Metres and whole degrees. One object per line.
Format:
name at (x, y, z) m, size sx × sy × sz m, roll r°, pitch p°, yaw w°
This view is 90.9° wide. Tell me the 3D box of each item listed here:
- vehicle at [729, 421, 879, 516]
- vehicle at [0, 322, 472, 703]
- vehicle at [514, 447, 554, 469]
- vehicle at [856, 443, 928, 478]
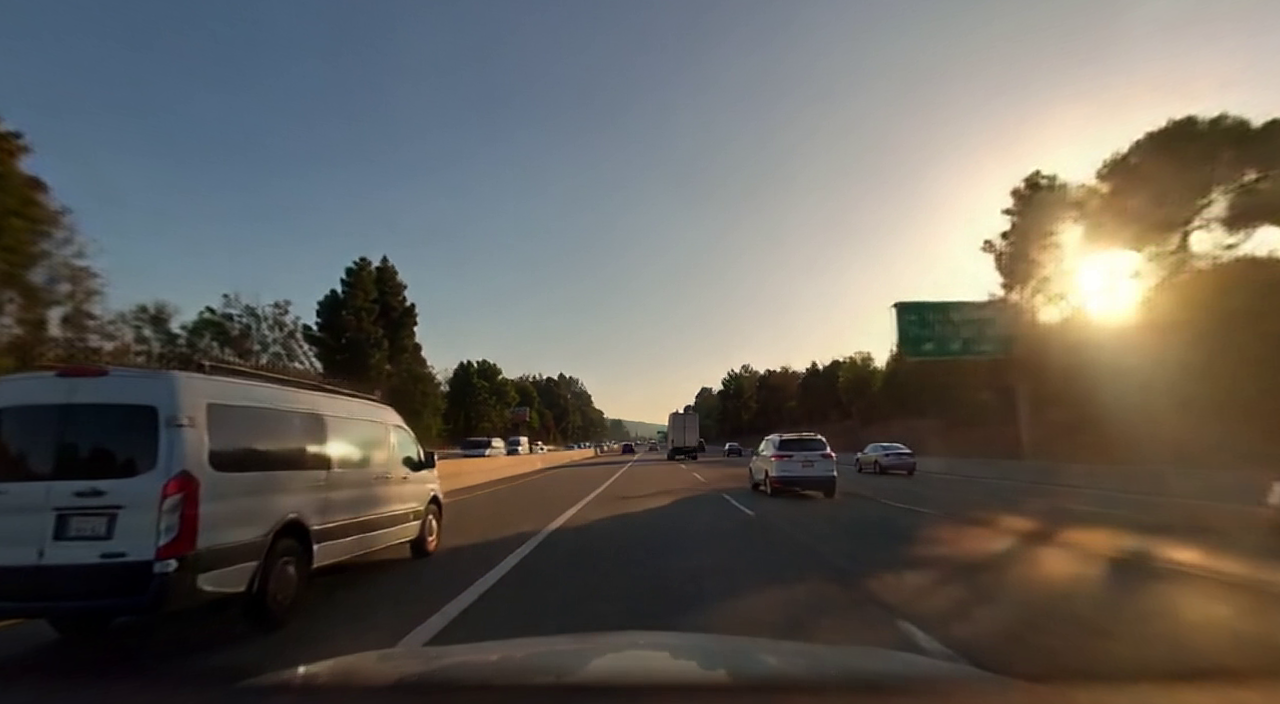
vehicle at (3.584, 2.652, 14.889) m, size 2.209 × 1.862 × 4.717 m, roll 0°, pitch -8°, yaw 0°
vehicle at (-3.336, 1.206, 5.475) m, size 2.159 × 1.922 × 5.345 m, roll 0°, pitch -8°, yaw 1°
vehicle at (-7.475, 7.487, 44.795) m, size 1.977 × 1.443 × 4.358 m, roll 0°, pitch -8°, yaw 2°
vehicle at (11.573, 4.984, 29.289) m, size 1.827 × 1.493 × 3.919 m, roll 0°, pitch -8°, yaw 2°
